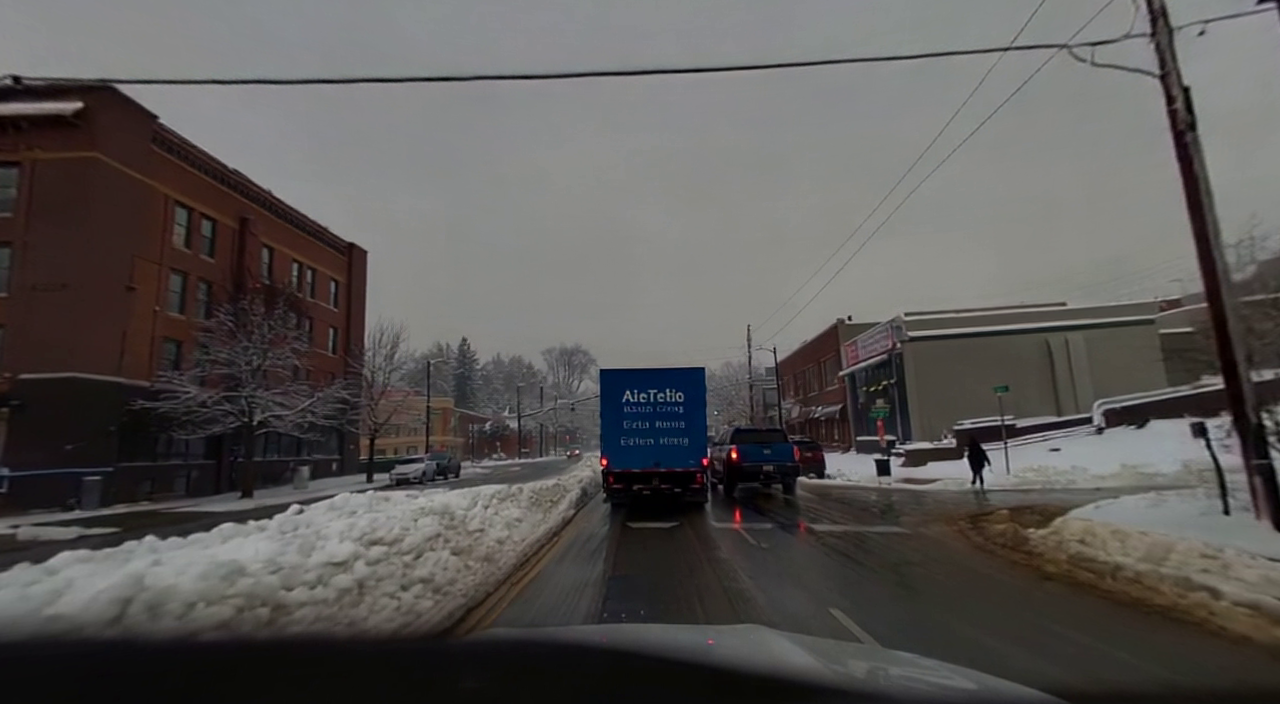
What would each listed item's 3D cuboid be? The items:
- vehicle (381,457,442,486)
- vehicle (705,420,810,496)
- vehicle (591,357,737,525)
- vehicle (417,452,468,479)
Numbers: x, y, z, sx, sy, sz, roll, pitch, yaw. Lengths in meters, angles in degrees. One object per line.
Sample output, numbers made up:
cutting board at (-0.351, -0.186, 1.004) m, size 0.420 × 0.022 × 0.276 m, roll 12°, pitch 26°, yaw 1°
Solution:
vehicle at (-13.203, 6.906, 36.559) m, size 1.901 × 1.508 × 4.405 m, roll 0°, pitch -9°, yaw 0°
vehicle at (3.478, 3.289, 19.857) m, size 2.346 × 2.062 × 5.236 m, roll 0°, pitch -9°, yaw 1°
vehicle at (0.304, 1.999, 14.130) m, size 2.517 × 2.926 × 6.177 m, roll 0°, pitch -9°, yaw -2°
vehicle at (-13.041, 7.503, 41.789) m, size 1.943 × 1.682 × 4.365 m, roll 0°, pitch -9°, yaw 0°
